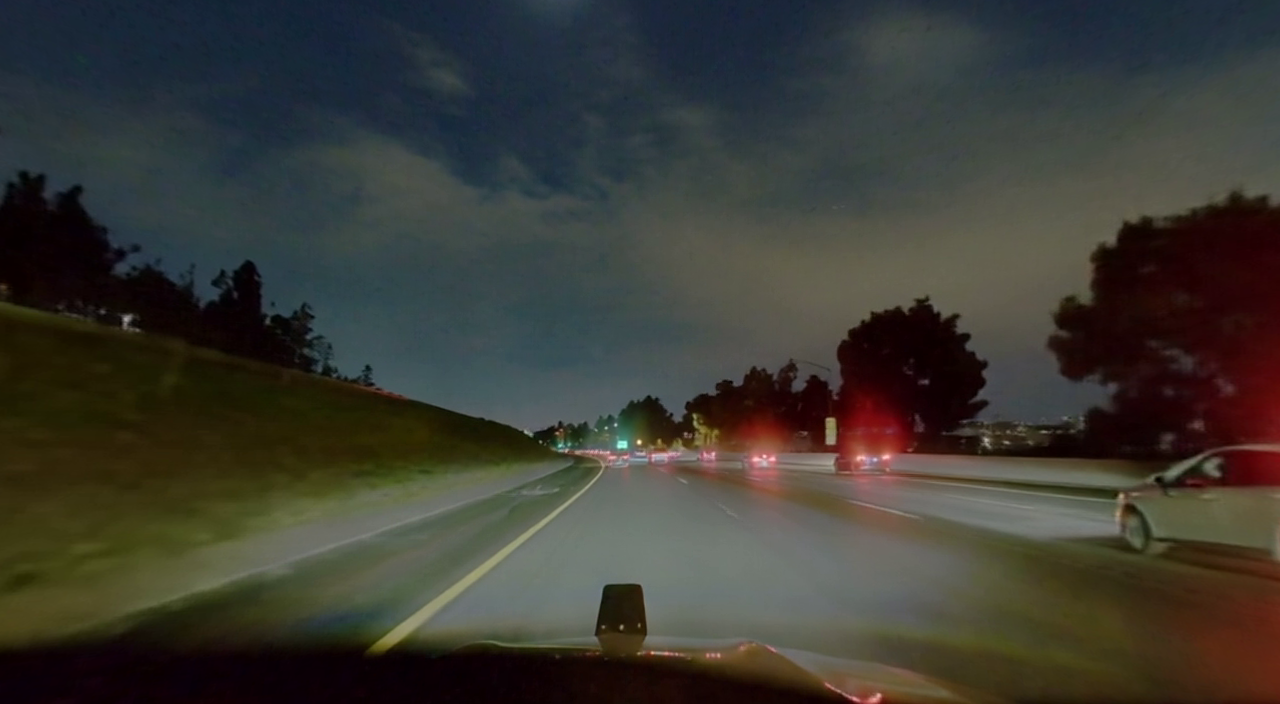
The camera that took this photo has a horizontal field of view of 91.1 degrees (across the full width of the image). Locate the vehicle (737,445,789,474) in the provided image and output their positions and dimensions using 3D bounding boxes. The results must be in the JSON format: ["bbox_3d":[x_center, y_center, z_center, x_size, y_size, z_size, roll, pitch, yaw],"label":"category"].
[{"bbox_3d":[6.725,5.917,34.729,1.940,1.482,3.644,1,-8,-3],"label":"vehicle"}]

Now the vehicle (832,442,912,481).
[{"bbox_3d":[10.618,5.010,29.039,1.986,1.644,4.126,0,-8,-2],"label":"vehicle"}]

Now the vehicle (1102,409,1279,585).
[{"bbox_3d":[7.286,1.408,6.054,2.048,1.697,4.689,0,-8,0],"label":"vehicle"}]
